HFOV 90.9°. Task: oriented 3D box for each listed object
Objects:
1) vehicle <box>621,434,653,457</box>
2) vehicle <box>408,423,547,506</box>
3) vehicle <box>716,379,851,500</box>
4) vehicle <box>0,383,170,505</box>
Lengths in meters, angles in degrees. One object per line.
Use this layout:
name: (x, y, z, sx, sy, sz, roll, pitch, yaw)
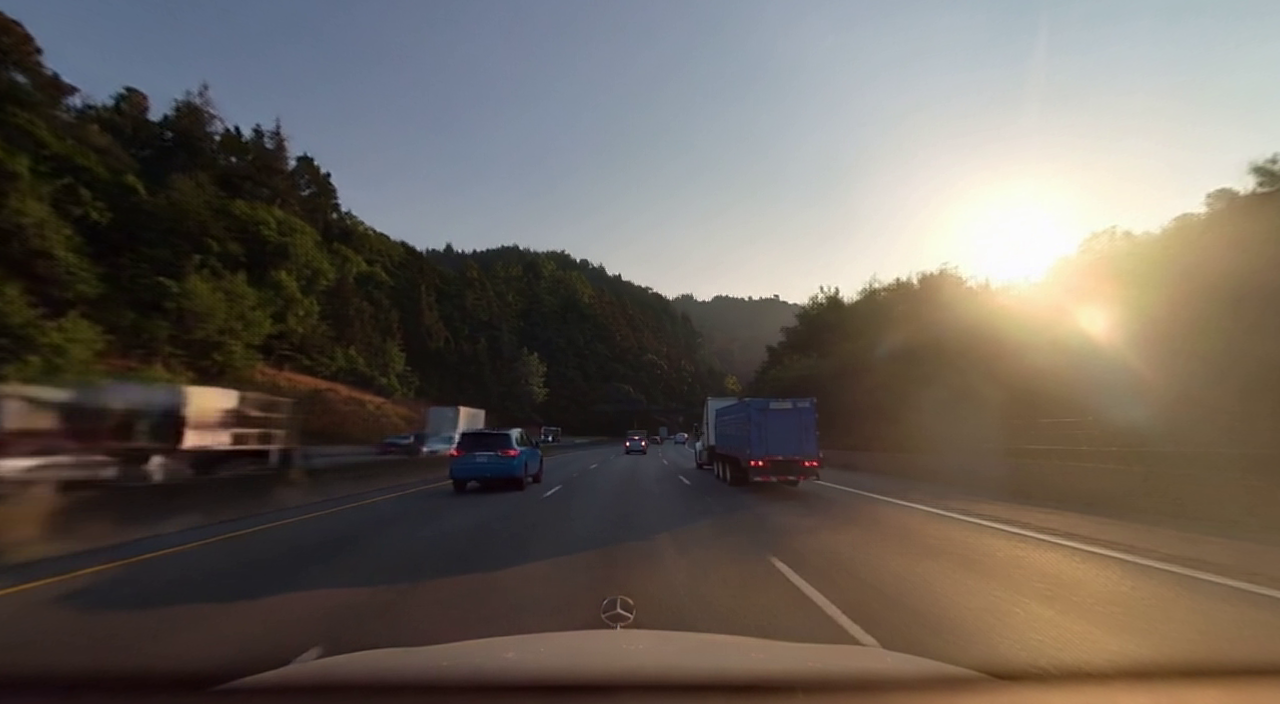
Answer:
vehicle: (-0.195, 6.791, 45.908, 2.195, 1.529, 4.572, 0, -8, 1)
vehicle: (-3.428, 2.440, 14.220, 2.008, 1.588, 4.147, 0, -8, 0)
vehicle: (3.298, 2.127, 15.482, 2.256, 2.568, 4.049, 0, -8, -1)
vehicle: (-14.364, 2.070, 14.225, 2.279, 2.504, 6.738, 0, -8, 0)
